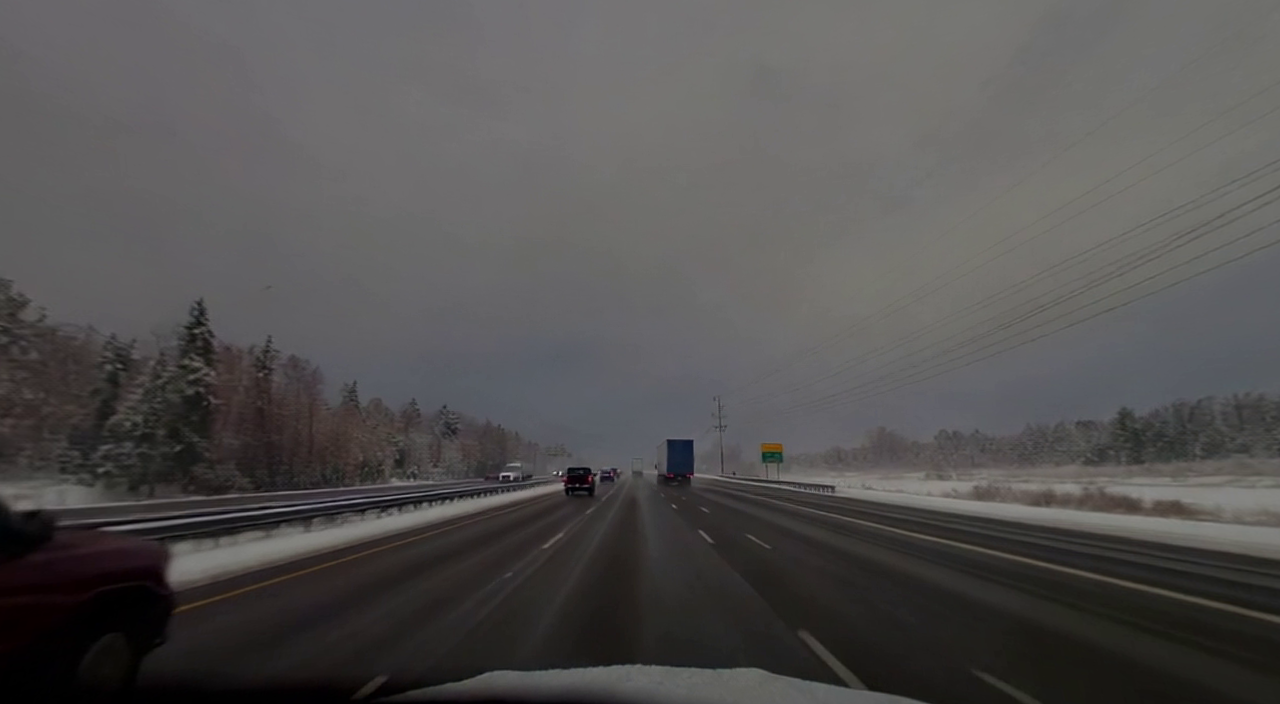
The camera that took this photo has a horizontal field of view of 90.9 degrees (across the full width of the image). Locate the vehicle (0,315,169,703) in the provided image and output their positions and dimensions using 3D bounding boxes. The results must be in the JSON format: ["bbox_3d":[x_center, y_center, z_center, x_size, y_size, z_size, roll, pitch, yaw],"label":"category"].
[{"bbox_3d":[-3.612,0.490,0.897,2.146,1.862,4.703,1,-11,0],"label":"vehicle"}]

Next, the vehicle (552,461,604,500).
[{"bbox_3d":[-2.936,6.241,30.835,2.065,1.722,4.441,1,-11,0],"label":"vehicle"}]
